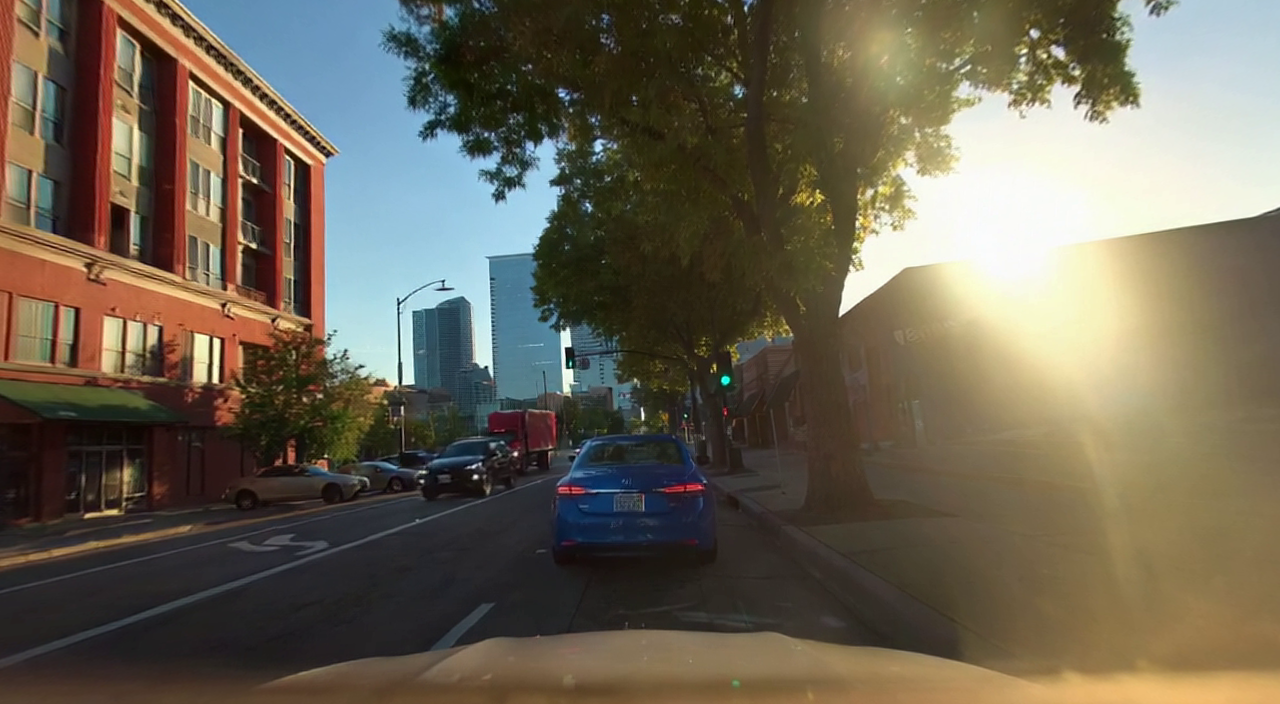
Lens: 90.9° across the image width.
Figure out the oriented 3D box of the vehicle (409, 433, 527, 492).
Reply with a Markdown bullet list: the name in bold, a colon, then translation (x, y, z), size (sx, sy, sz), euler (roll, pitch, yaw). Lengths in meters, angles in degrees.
- **vehicle**: translation (-6.001, 3.963, 23.050), size (2.402, 1.852, 6.057), euler (-1, -8, 2)

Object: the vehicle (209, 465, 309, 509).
- **vehicle**: translation (-17.441, 6.153, 28.916), size (3.516, 1.383, 1.704), euler (-10, -10, 1)

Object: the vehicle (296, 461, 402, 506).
- **vehicle**: translation (-11.225, 5.076, 24.723), size (2.010, 1.483, 4.324), euler (0, -8, 1)

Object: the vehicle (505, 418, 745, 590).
- **vehicle**: translation (-0.054, 1.621, 7.534), size (2.094, 1.478, 3.922), euler (-1, -8, 2)
